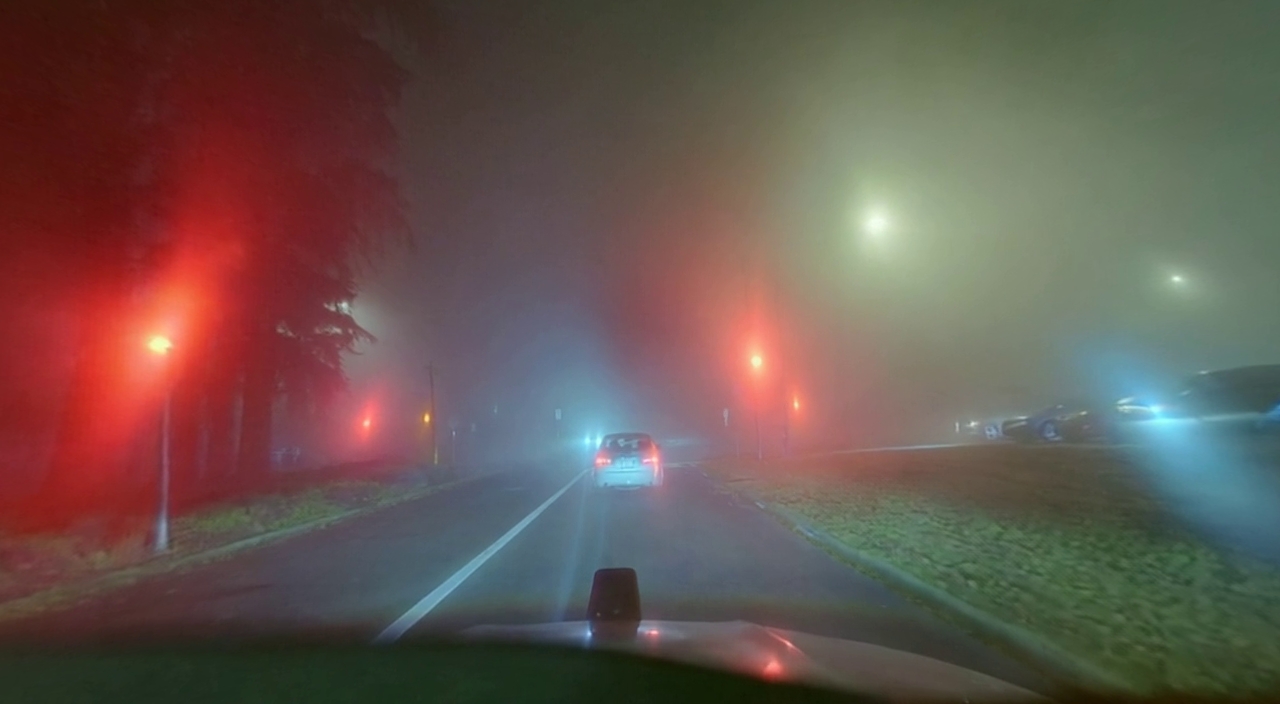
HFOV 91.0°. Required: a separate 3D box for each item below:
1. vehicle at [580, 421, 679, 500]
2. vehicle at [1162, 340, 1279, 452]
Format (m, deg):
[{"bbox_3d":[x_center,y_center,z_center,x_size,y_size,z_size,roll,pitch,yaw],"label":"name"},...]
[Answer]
[{"bbox_3d":[-0.215,2.629,15.611,2.142,1.686,3.816,-1,-8,1],"label":"vehicle"},{"bbox_3d":[12.613,0.827,11.343,4.350,1.867,2.091,-1,-8,6],"label":"vehicle"}]
